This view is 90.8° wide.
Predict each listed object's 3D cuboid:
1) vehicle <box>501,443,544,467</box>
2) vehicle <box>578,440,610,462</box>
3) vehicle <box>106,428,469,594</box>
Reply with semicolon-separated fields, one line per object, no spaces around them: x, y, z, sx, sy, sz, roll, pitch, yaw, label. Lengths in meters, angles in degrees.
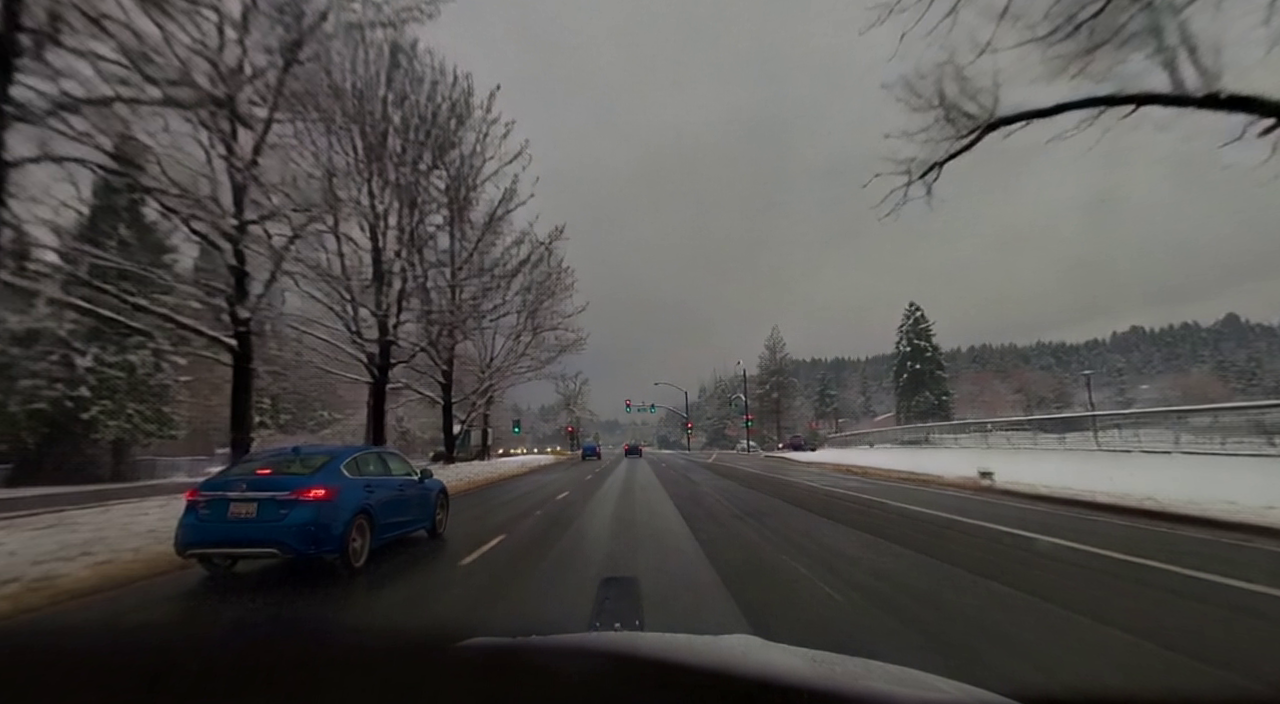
-7.656;6.762;41.539;1.920;1.456;4.534;0;-8;0;vehicle
-3.501;7.574;48.585;2.103;1.592;4.160;0;-8;1;vehicle
-3.656;1.708;7.730;1.905;1.418;4.396;0;-8;0;vehicle
